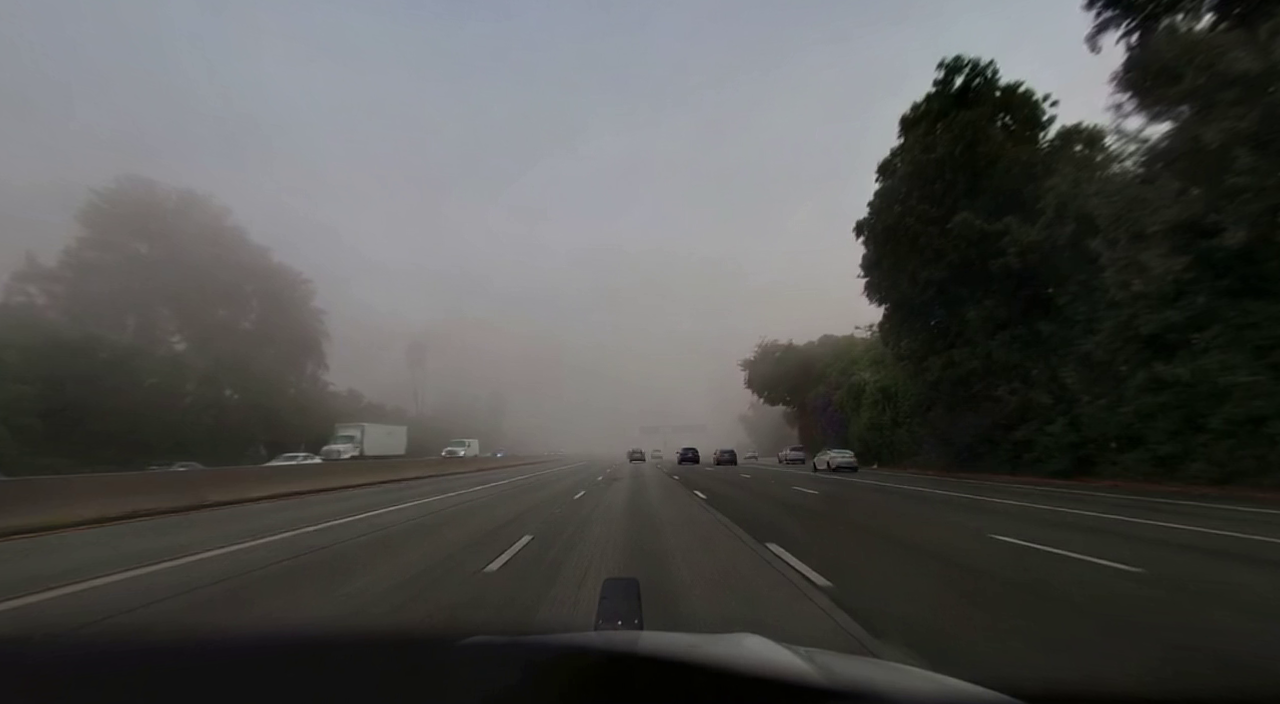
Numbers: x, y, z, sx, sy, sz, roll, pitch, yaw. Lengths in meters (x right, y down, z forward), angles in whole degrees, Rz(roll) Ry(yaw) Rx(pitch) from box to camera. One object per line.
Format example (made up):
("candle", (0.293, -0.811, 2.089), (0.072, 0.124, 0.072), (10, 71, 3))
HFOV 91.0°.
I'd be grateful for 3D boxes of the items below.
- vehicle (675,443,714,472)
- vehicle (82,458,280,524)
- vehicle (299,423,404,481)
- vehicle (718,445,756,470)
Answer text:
("vehicle", (3.408, 6.682, 40.037), (2.035, 1.704, 3.867), (0, -8, -2))
("vehicle", (-12.137, 3.662, 17.129), (2.055, 1.461, 4.422), (0, -8, 0))
("vehicle", (-19.673, 6.879, 43.707), (3.038, 3.554, 8.784), (0, -8, 0))
("vehicle", (6.852, 7.450, 44.722), (1.902, 1.623, 4.360), (0, -8, -2))
